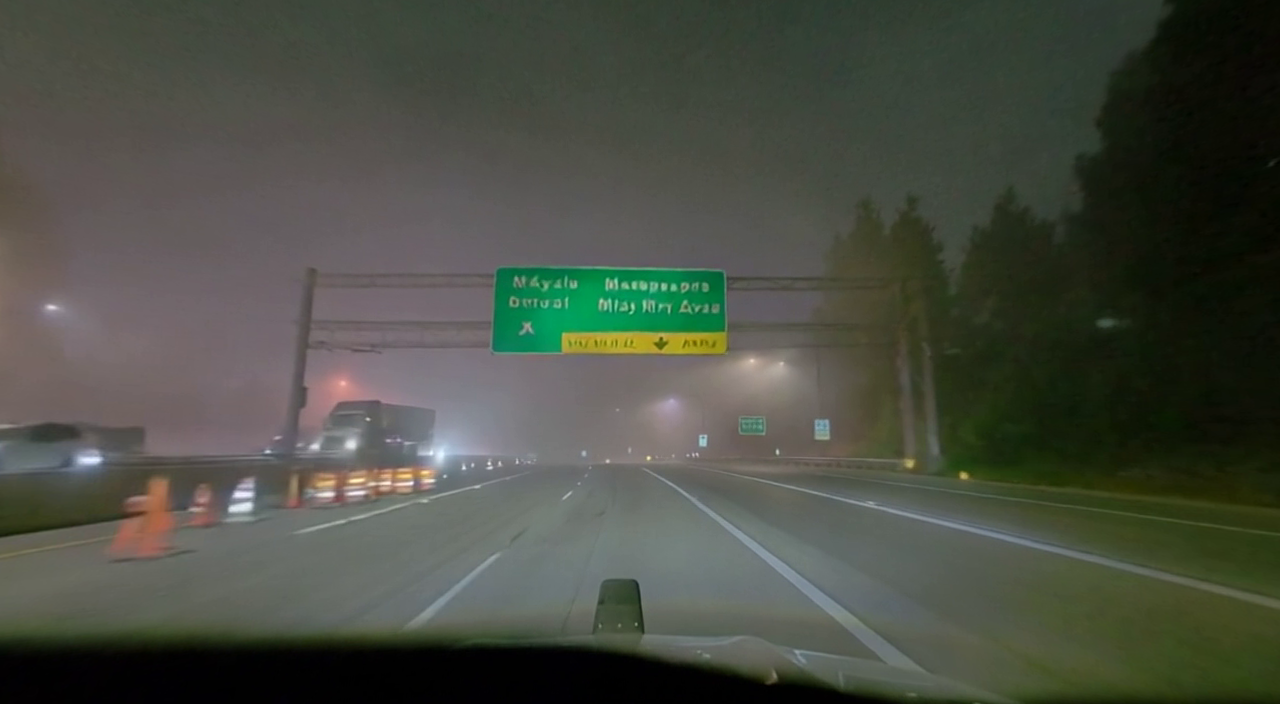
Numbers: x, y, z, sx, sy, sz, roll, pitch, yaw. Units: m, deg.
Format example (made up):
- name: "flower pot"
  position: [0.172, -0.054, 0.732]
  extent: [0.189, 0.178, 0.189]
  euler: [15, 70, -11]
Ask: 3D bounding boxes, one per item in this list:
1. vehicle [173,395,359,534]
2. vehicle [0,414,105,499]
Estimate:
- name: "vehicle"
  position: [-7.649, 2.314, 13.289]
  extent: [1.925, 2.542, 3.048]
  euler: [-1, -8, 0]
- name: "vehicle"
  position: [-20.019, 2.830, 17.887]
  extent: [2.695, 2.433, 7.714]
  euler: [5, -12, 0]
